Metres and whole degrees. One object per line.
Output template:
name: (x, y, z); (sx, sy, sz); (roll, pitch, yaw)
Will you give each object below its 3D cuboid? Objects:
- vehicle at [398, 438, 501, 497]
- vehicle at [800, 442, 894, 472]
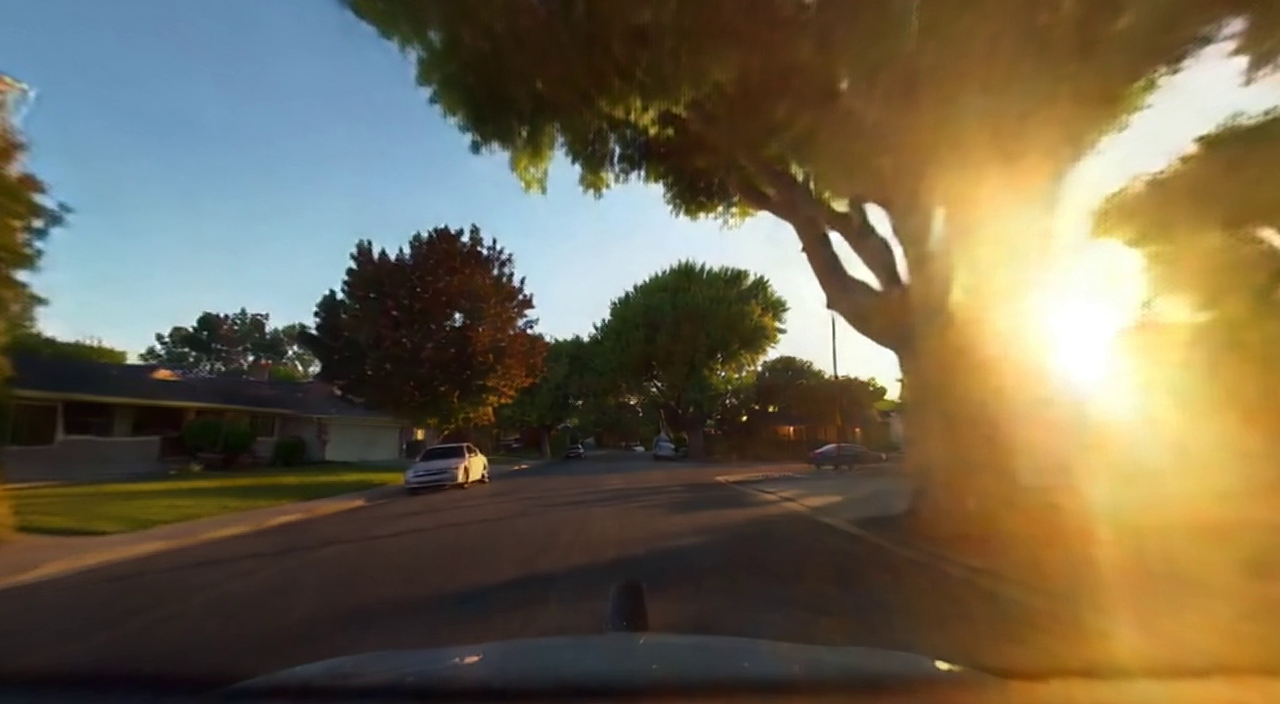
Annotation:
vehicle: (-6.103, 3.728, 20.703); (1.998, 1.742, 4.210); (0, -9, 1)
vehicle: (12.171, 6.172, 37.058); (4.708, 1.527, 2.113); (0, -8, -10)
